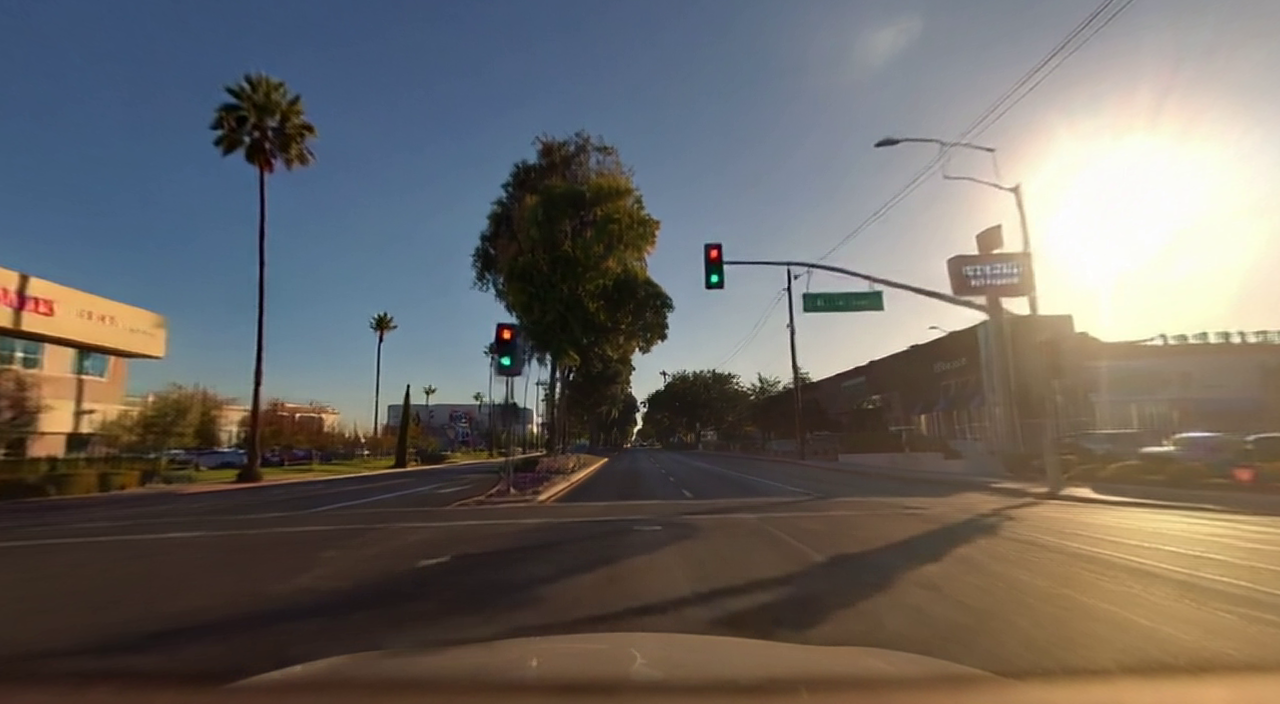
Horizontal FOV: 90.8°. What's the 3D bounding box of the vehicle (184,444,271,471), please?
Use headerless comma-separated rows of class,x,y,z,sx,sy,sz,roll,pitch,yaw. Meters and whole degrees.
vehicle,-32.011,8.174,49.079,5.196,1.936,2.247,-1,-9,3
